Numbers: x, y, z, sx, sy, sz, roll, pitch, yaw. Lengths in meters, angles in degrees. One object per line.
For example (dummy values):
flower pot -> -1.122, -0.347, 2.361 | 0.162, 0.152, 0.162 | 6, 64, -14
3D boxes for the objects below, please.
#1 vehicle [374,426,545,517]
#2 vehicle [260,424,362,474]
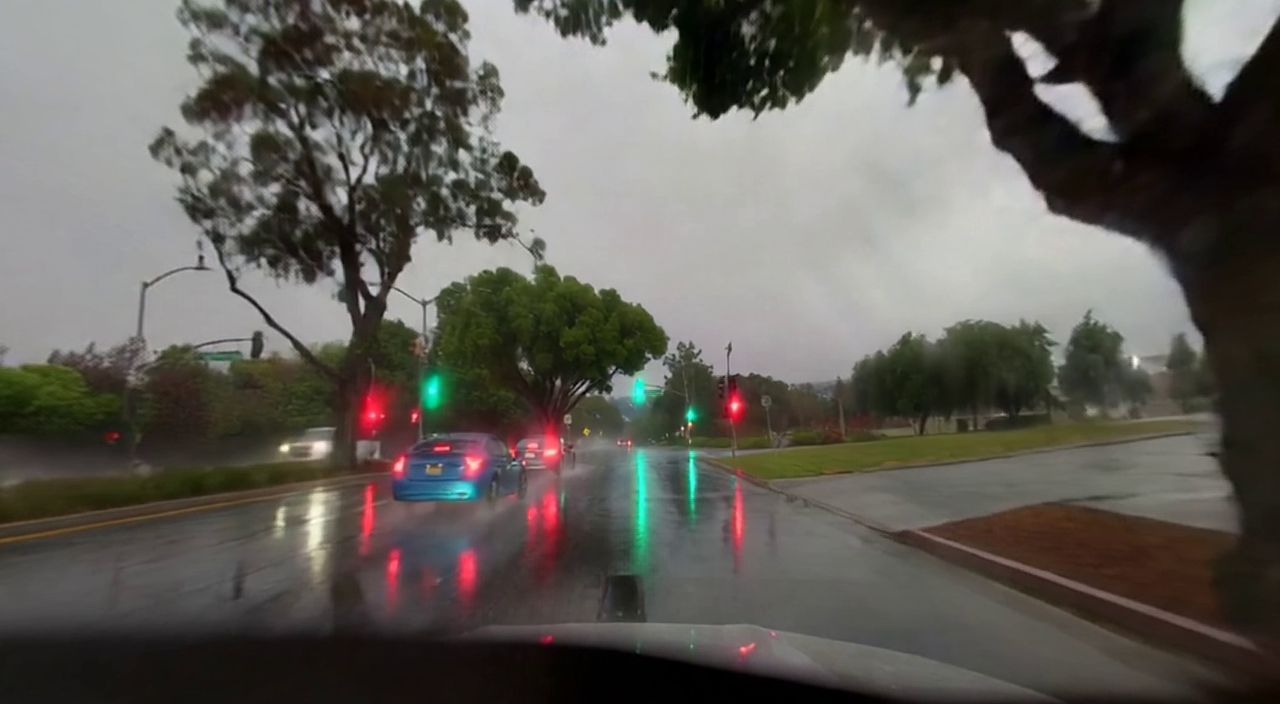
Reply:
vehicle -> -3.360, 2.330, 12.886 | 2.038, 1.486, 4.678 | -1, -8, 1
vehicle -> -17.042, 5.076, 33.109 | 2.496, 2.351, 5.293 | 0, -8, 0
